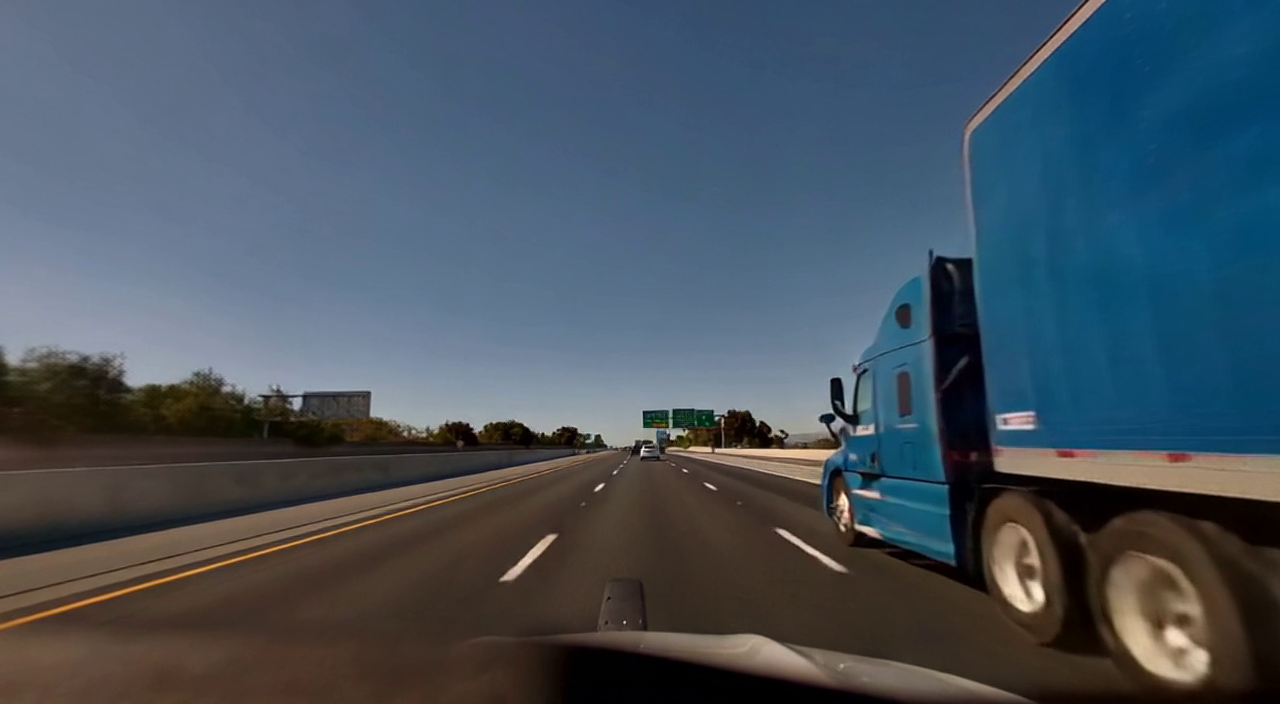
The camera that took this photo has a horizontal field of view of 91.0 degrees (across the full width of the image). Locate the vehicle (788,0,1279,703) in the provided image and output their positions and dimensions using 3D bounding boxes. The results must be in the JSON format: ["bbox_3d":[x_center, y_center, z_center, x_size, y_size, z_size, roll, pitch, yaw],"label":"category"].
[{"bbox_3d":[4.093,0.162,5.479,3.027,3.903,10.307,0,-8,0],"label":"vehicle"}]

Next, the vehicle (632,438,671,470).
[{"bbox_3d":[0.611,5.630,34.861,2.050,1.654,4.192,0,-8,0],"label":"vehicle"}]
